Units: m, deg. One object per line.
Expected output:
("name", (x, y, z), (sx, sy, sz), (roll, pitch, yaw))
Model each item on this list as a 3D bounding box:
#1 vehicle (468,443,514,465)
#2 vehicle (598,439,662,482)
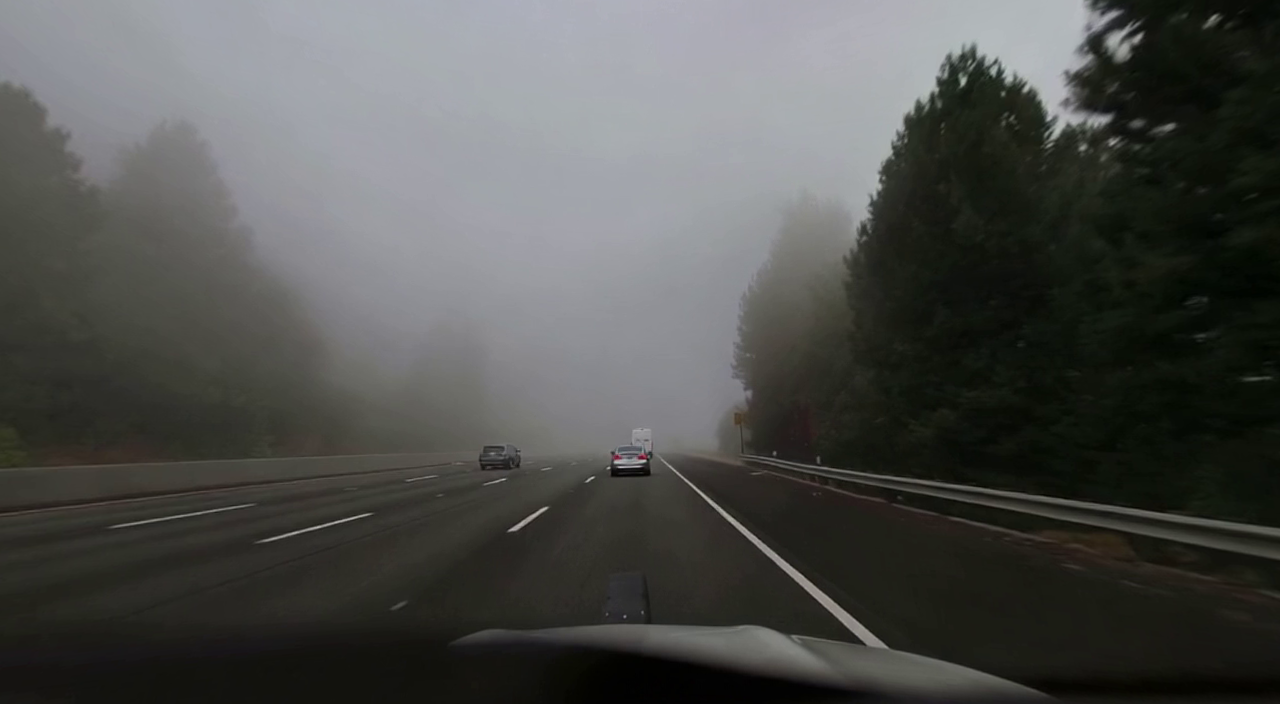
("vehicle", (-10.864, 7.466, 46.337), (2.152, 1.496, 4.523), (0, -9, 1))
("vehicle", (-0.332, 4.082, 23.952), (2.238, 1.479, 3.672), (0, -9, 0))
